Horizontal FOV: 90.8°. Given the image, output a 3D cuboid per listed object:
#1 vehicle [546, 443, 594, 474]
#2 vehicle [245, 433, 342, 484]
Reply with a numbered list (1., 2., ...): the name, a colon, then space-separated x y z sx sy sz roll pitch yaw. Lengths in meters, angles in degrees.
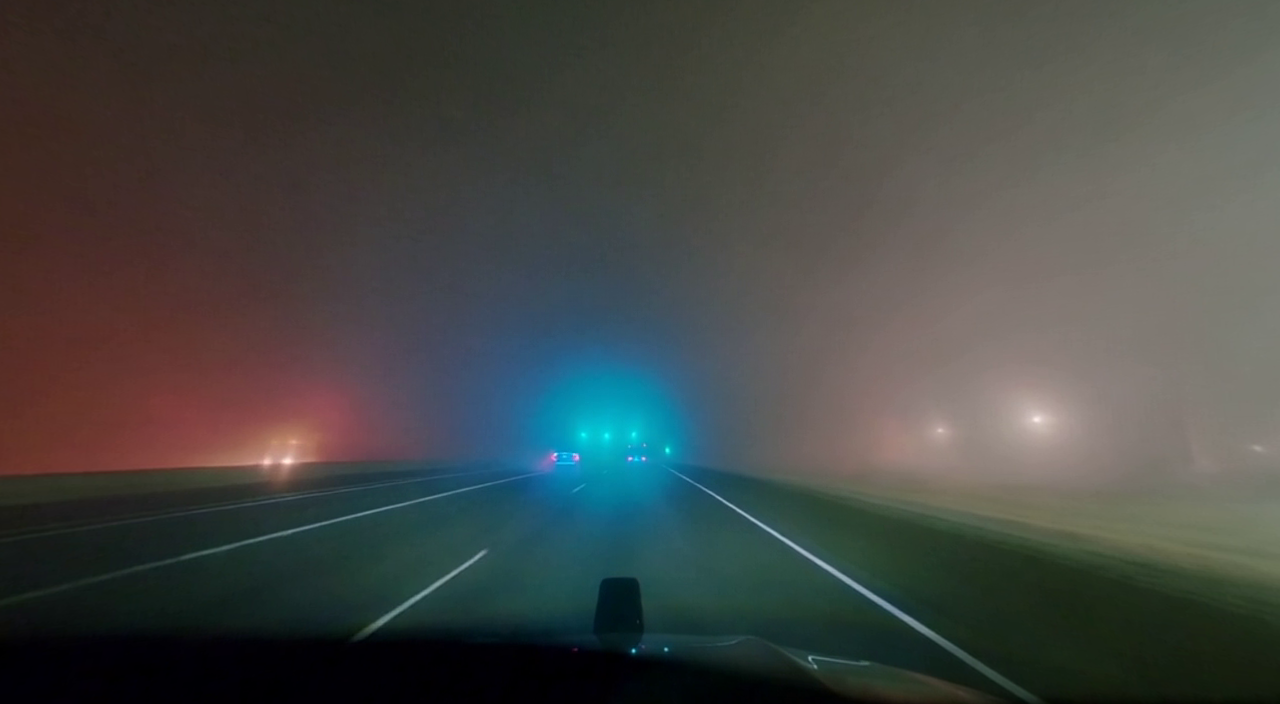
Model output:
1. vehicle: -4.184 6.466 38.432 2.272 1.759 5.058 0 -9 1
2. vehicle: -24.894 7.678 45.859 2.650 3.318 7.600 0 -9 1
